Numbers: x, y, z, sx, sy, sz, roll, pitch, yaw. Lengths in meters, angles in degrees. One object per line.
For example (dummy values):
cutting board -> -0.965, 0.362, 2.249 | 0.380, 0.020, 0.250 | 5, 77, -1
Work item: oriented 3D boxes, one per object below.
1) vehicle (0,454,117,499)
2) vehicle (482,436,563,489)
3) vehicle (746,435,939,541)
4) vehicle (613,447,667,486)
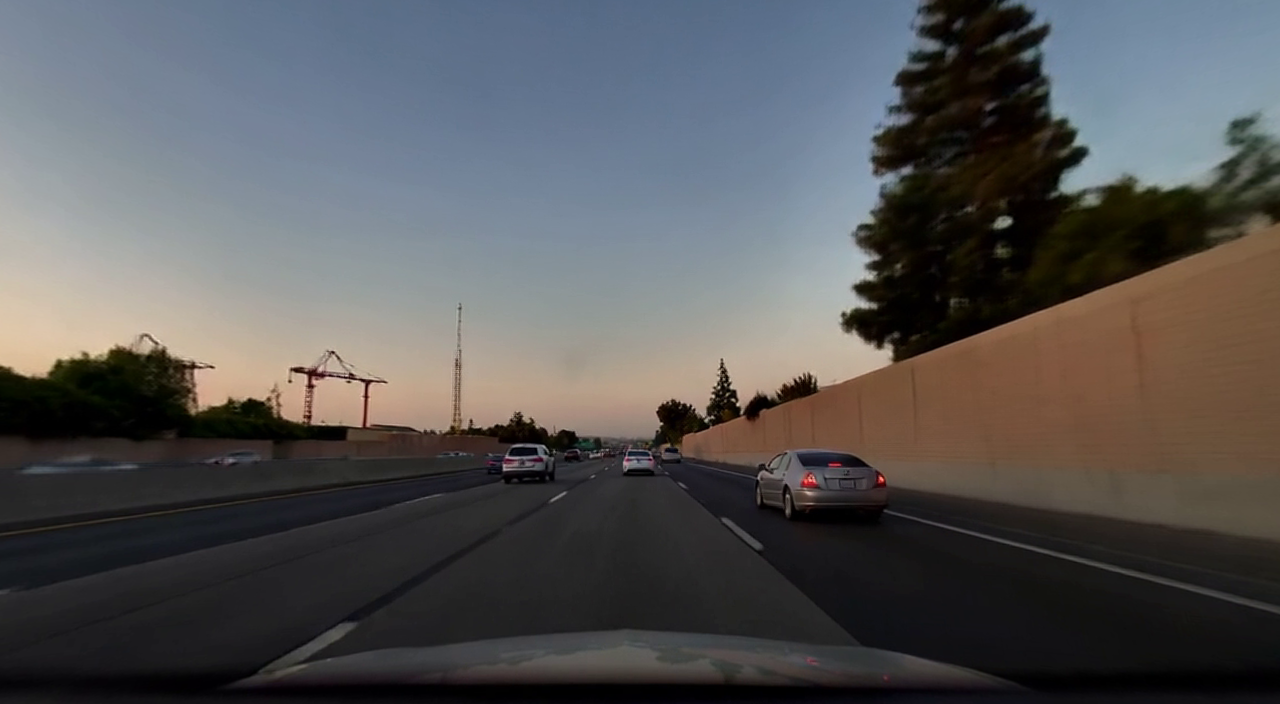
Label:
vehicle -> -22.187, 4.531, 23.447 | 1.731, 1.441, 4.380 | 0, -9, 0
vehicle -> -4.243, 4.080, 23.640 | 2.121, 1.775, 4.335 | 0, -9, 1
vehicle -> 3.320, 2.312, 11.469 | 1.917, 1.507, 4.540 | 0, -9, -1
vehicle -> -0.020, 4.597, 25.690 | 2.045, 1.452, 4.040 | 0, -9, -1
